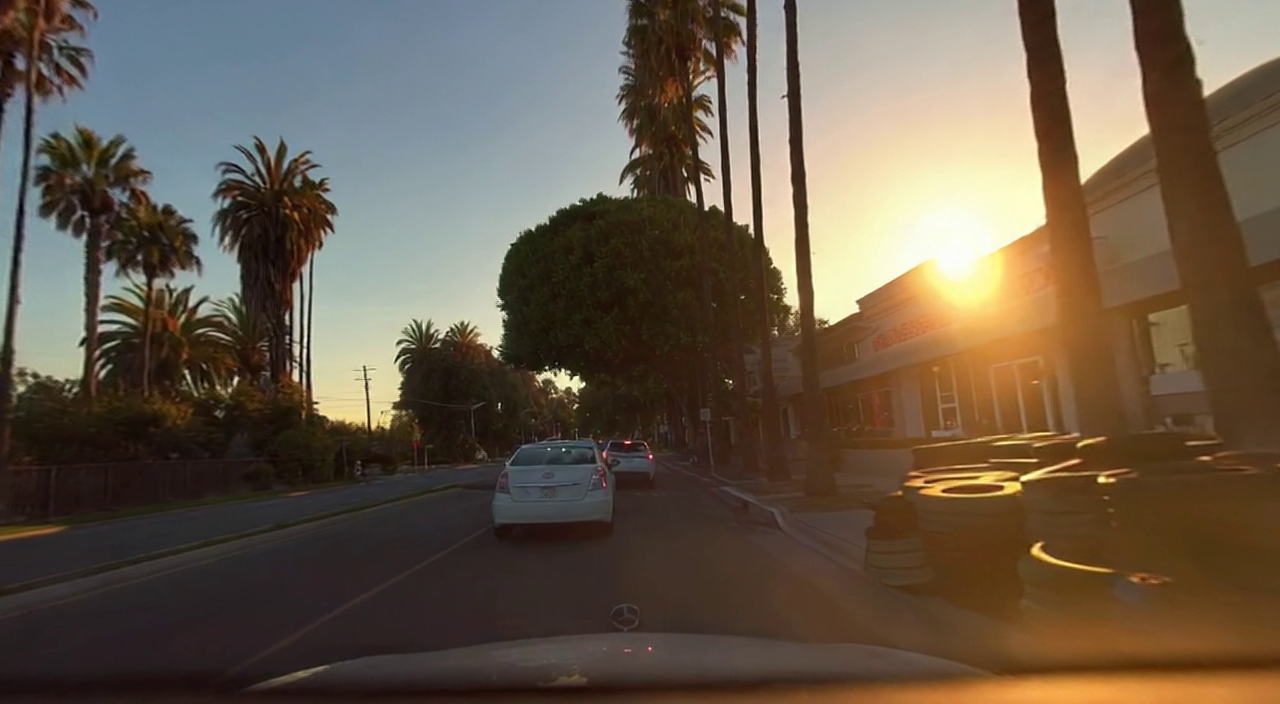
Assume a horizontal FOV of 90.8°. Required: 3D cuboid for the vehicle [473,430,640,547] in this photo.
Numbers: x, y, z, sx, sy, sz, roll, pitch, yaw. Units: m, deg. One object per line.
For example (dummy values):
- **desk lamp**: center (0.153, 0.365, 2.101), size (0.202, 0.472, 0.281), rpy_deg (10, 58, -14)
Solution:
- **vehicle**: center (-1.107, 2.073, 10.290), size (2.169, 1.495, 4.048), rpy_deg (0, -8, -1)
